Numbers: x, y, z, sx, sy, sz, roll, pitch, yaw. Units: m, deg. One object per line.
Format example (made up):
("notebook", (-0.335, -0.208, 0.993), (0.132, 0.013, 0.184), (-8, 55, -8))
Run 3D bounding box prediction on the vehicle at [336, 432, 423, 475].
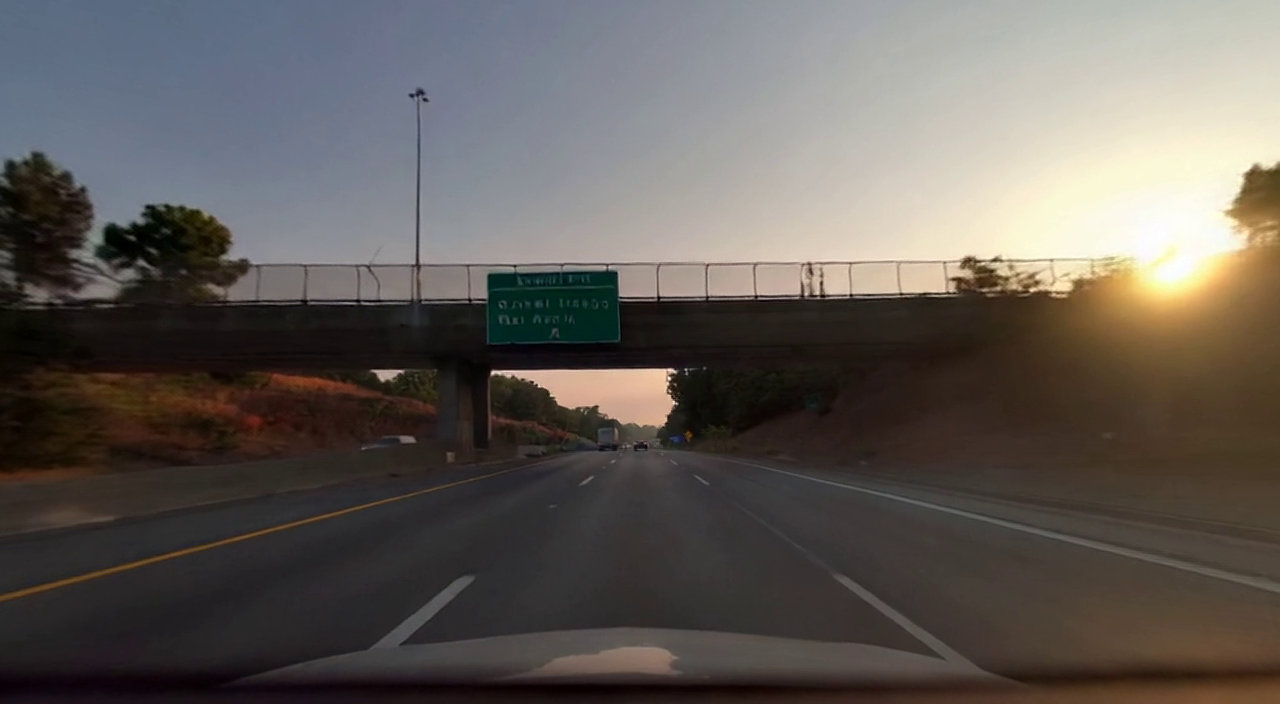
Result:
("vehicle", (-12.497, 4.865, 30.572), (2.229, 1.873, 4.698), (0, -8, 0))
